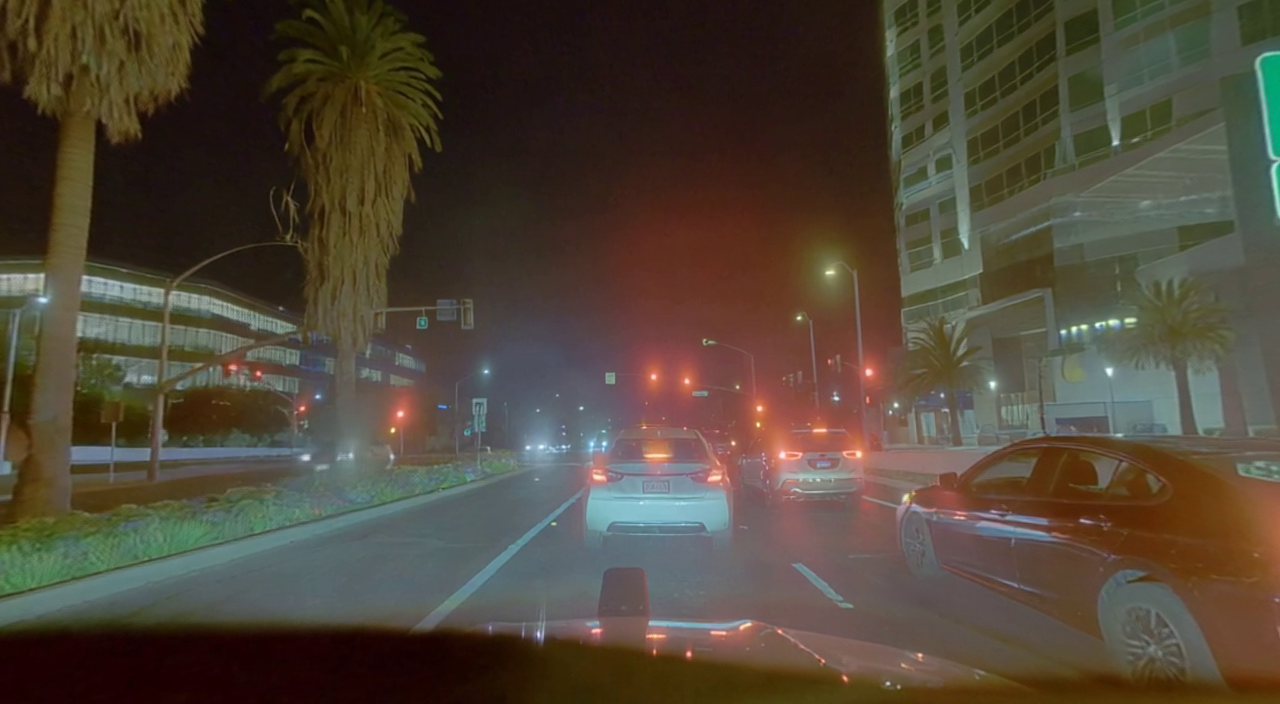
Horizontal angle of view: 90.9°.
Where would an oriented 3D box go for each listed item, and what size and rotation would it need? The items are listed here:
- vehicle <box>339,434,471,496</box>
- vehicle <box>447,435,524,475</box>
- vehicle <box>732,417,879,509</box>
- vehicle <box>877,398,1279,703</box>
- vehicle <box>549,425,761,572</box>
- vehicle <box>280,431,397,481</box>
[{"bbox_3d":[-6.256,3.050,17.379,1.900,1.487,4.165,0,-8,2],"label":"vehicle"},{"bbox_3d":[-6.043,4.097,25.220,1.822,1.456,4.396,-1,-8,2],"label":"vehicle"},{"bbox_3d":[3.489,2.445,14.300,2.169,1.751,4.276,0,-8,0],"label":"vehicle"},{"bbox_3d":[3.527,1.224,4.473,1.910,1.490,4.661,0,-8,1],"label":"vehicle"},{"bbox_3d":[0.166,1.788,8.457,2.140,1.474,4.026,0,-8,0],"label":"vehicle"},{"bbox_3d":[-11.118,3.858,23.700,2.034,1.680,4.543,0,-8,2],"label":"vehicle"}]
